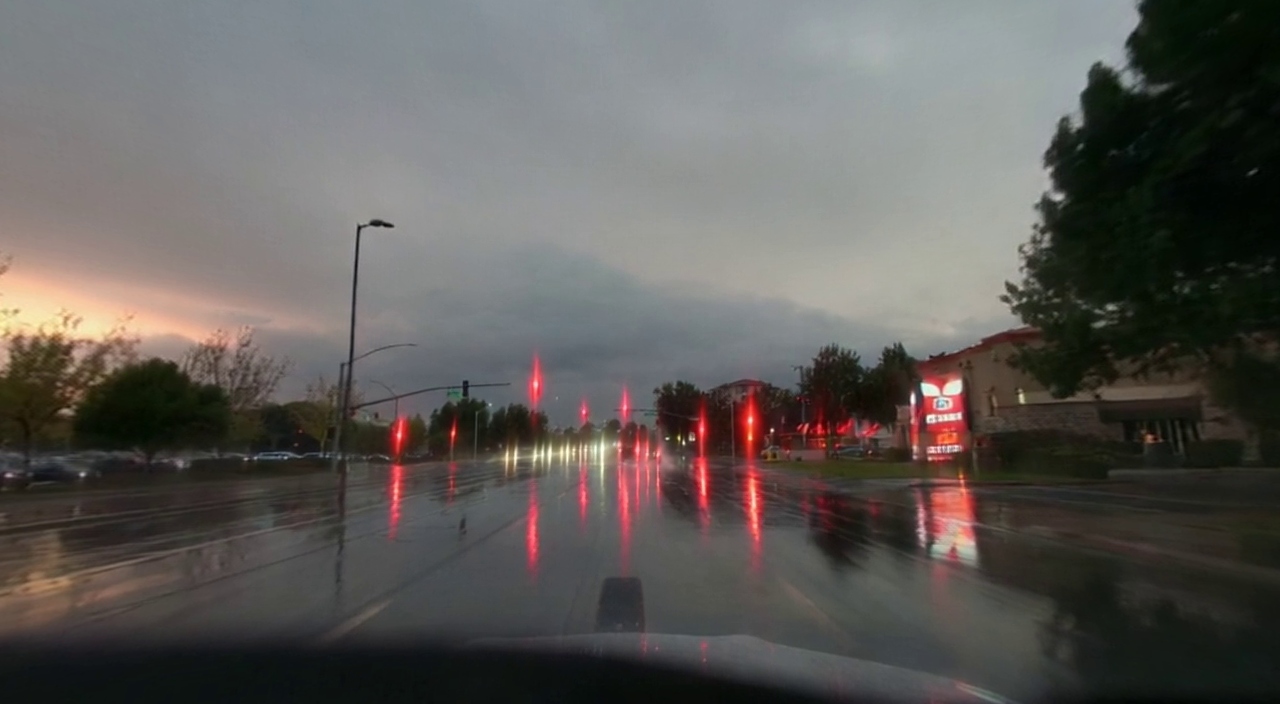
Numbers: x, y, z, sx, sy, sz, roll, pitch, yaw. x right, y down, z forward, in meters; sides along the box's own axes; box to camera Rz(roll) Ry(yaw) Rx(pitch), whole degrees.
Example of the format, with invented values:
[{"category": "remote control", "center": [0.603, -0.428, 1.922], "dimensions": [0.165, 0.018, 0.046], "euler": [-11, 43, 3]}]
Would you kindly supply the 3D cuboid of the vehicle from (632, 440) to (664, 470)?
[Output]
[{"category": "vehicle", "center": [0.622, 7.015, 43.303], "dimensions": [2.096, 1.961, 4.259], "euler": [0, -9, 2]}]
